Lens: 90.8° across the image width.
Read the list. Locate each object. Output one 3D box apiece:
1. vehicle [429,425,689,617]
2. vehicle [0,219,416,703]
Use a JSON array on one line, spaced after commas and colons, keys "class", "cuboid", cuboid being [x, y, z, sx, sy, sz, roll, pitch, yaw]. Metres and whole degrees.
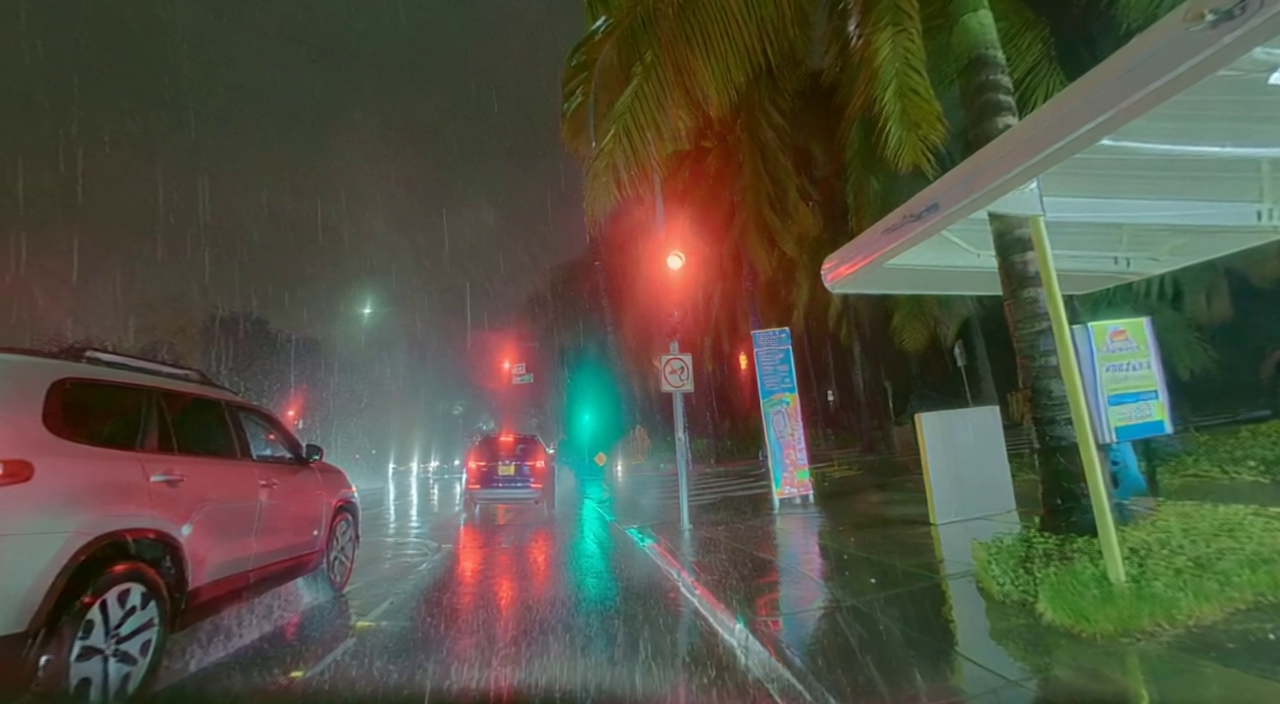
[{"class": "vehicle", "cuboid": [-1.029, 1.651, 7.231, 2.065, 1.467, 4.289, 2, -9, -11]}, {"class": "vehicle", "cuboid": [-2.768, 0.903, 3.212, 2.098, 1.851, 4.571, 1, -9, -7]}]
